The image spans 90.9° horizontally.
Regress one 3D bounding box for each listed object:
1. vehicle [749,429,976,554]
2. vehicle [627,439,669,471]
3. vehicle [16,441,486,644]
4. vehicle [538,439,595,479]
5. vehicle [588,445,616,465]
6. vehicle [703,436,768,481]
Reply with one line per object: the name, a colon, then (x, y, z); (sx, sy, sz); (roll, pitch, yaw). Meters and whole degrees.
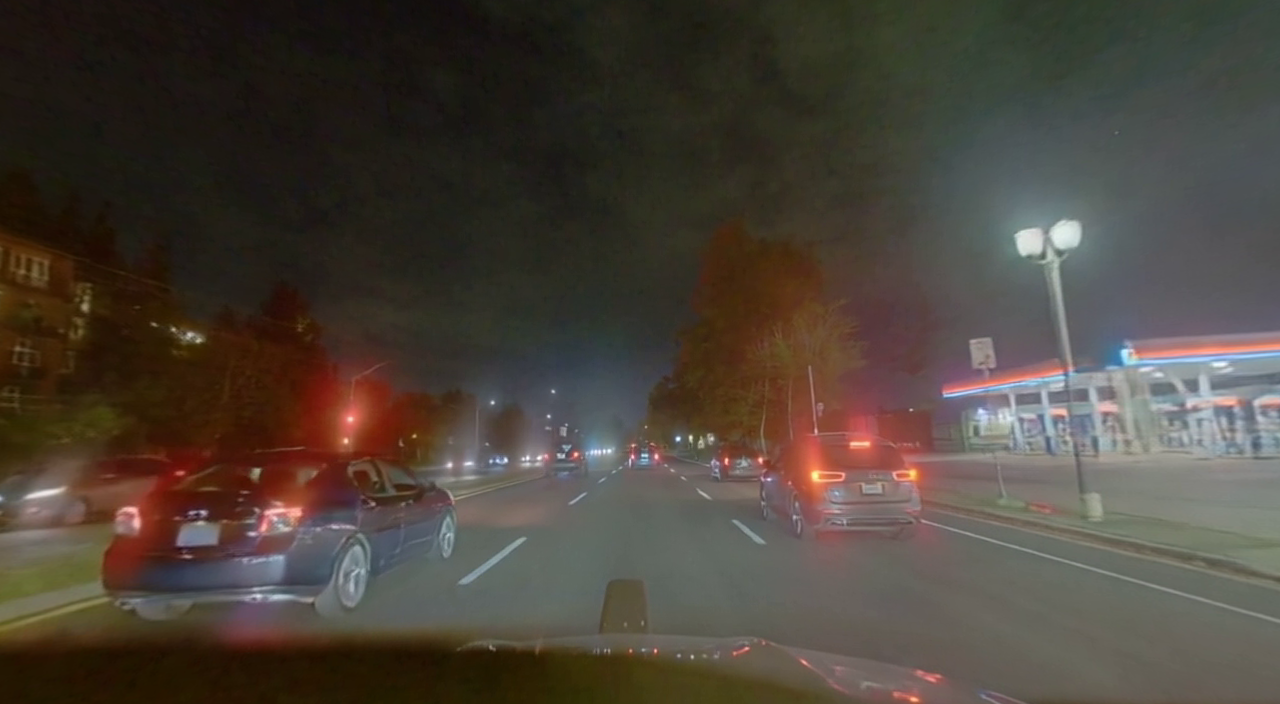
vehicle: (3.115, 2.041, 10.019); (1.919, 1.502, 4.572); (0, -8, 0)
vehicle: (0.437, 5.713, 35.122); (2.192, 1.674, 4.124); (0, -8, 0)
vehicle: (-3.191, 1.622, 6.530); (2.013, 1.354, 4.393); (0, -8, 1)
vehicle: (-3.198, 4.745, 28.226); (1.988, 1.645, 3.995); (0, -8, 1)
vehicle: (-2.959, 8.042, 49.498); (1.901, 1.483, 4.372); (0, -8, 0)
vehicle: (3.914, 4.464, 26.733); (1.980, 1.709, 4.813); (0, -8, 0)
